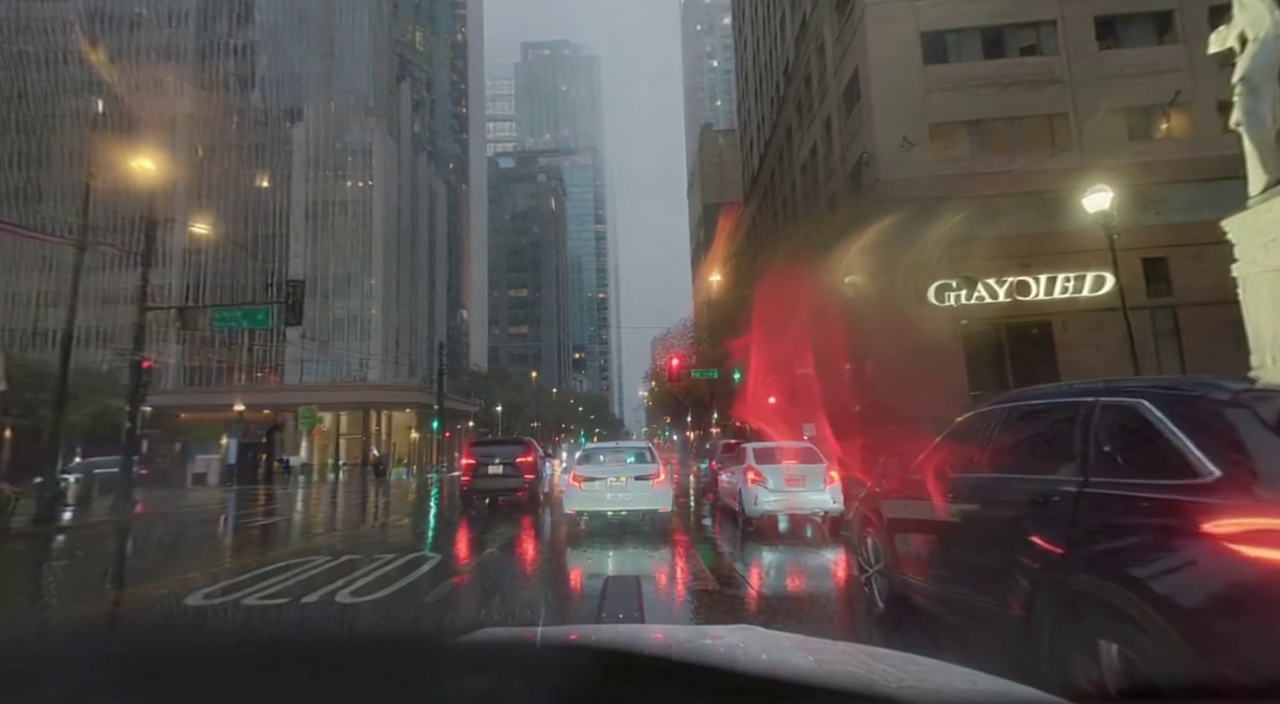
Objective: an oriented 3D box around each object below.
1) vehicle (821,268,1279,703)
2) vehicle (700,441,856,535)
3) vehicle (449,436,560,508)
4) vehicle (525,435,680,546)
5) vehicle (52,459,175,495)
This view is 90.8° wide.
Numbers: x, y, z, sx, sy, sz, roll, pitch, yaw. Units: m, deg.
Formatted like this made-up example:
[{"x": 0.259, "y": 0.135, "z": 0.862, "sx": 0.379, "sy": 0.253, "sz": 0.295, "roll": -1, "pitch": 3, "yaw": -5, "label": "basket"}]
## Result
[{"x": 2.650, "y": 0.937, "z": 3.244, "sx": 2.096, "sy": 1.775, "sz": 4.440, "roll": 0, "pitch": -9, "yaw": 0, "label": "vehicle"}, {"x": 2.341, "y": 2.433, "z": 11.958, "sx": 1.943, "sy": 1.449, "sz": 4.202, "roll": 0, "pitch": -9, "yaw": -1, "label": "vehicle"}, {"x": -3.451, "y": 3.148, "z": 17.113, "sx": 2.045, "sy": 1.633, "sz": 4.864, "roll": 0, "pitch": -9, "yaw": -1, "label": "vehicle"}, {"x": -0.522, "y": 2.190, "z": 10.672, "sx": 2.096, "sy": 1.492, "sz": 4.071, "roll": 0, "pitch": -9, "yaw": 0, "label": "vehicle"}, {"x": -27.795, "y": 6.581, "z": 33.498, "sx": 4.612, "sy": 1.752, "sz": 1.953, "roll": 0, "pitch": -9, "yaw": -4, "label": "vehicle"}]
